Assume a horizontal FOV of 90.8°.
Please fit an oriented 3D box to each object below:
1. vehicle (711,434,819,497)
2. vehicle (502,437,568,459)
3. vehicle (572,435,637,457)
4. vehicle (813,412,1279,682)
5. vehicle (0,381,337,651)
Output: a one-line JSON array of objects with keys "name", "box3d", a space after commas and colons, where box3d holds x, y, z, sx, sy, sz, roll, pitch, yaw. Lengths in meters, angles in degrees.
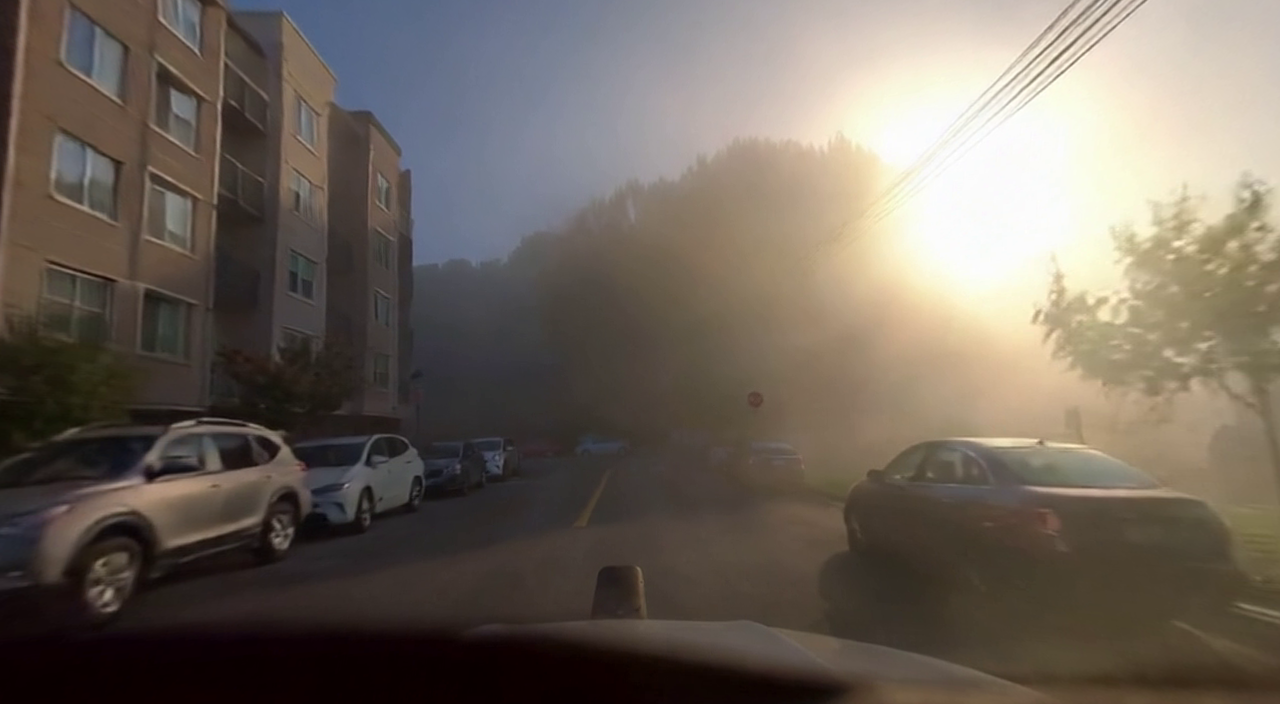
[{"name": "vehicle", "box3d": [3.256, 3.043, 17.451, 1.919, 1.490, 4.339, 0, -8, -2]}, {"name": "vehicle", "box3d": [-7.296, 6.731, 44.221, 4.423, 1.449, 1.813, 0, -8, -5]}, {"name": "vehicle", "box3d": [-2.477, 6.636, 44.509, 4.489, 1.470, 1.776, 0, -8, -3]}, {"name": "vehicle", "box3d": [3.346, 1.405, 5.908, 2.008, 1.479, 4.622, 0, -8, -2]}, {"name": "vehicle", "box3d": [-5.521, 1.506, 6.912, 2.216, 1.953, 4.553, 0, -8, -2]}]
